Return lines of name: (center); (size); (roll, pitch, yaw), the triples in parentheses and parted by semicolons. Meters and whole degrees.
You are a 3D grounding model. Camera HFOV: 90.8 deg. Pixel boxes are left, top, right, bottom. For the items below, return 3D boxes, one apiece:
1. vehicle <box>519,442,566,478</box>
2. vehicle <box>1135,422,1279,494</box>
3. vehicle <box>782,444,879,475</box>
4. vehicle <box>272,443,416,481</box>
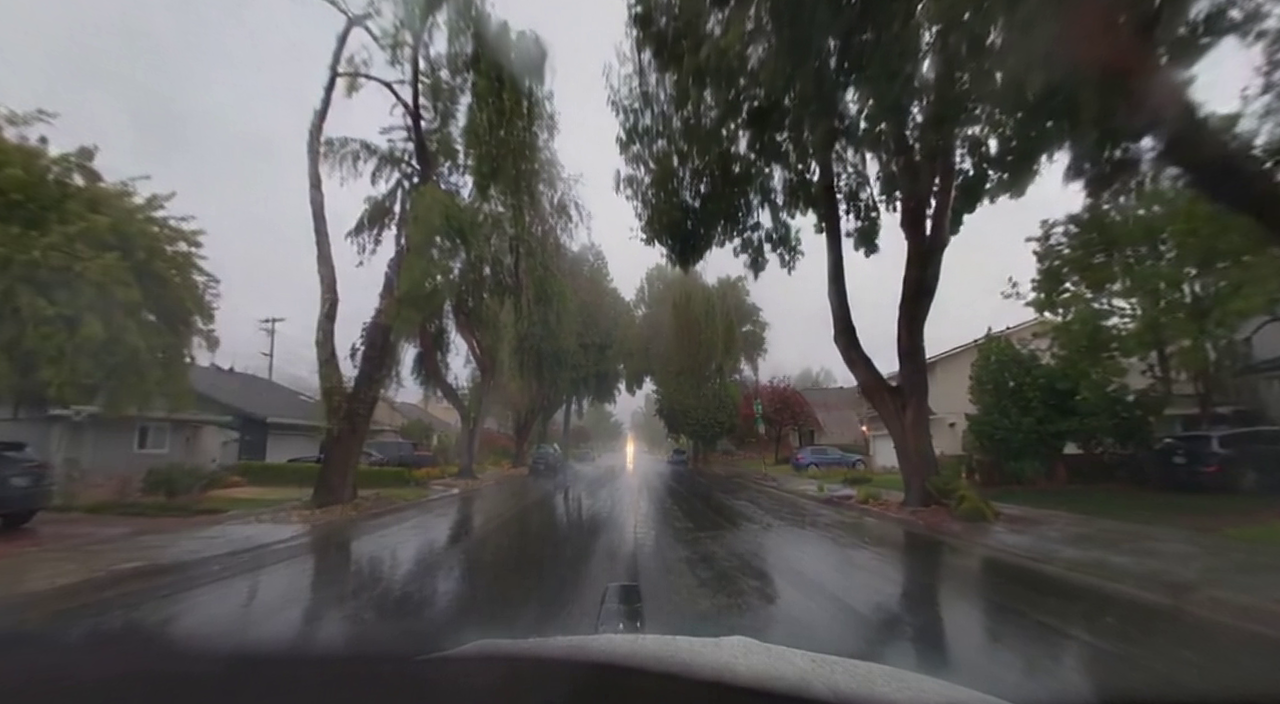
vehicle: (-5.842, 6.514, 38.432); (2.341, 1.942, 5.044); (0, -9, -3)
vehicle: (14.595, 2.485, 15.054); (4.558, 1.515, 2.013); (3, -9, -17)
vehicle: (10.042, 5.718, 33.605); (4.497, 1.564, 1.948); (0, -8, -2)
vehicle: (-12.468, 4.649, 26.870); (5.040, 1.541, 2.042); (0, -9, 0)
